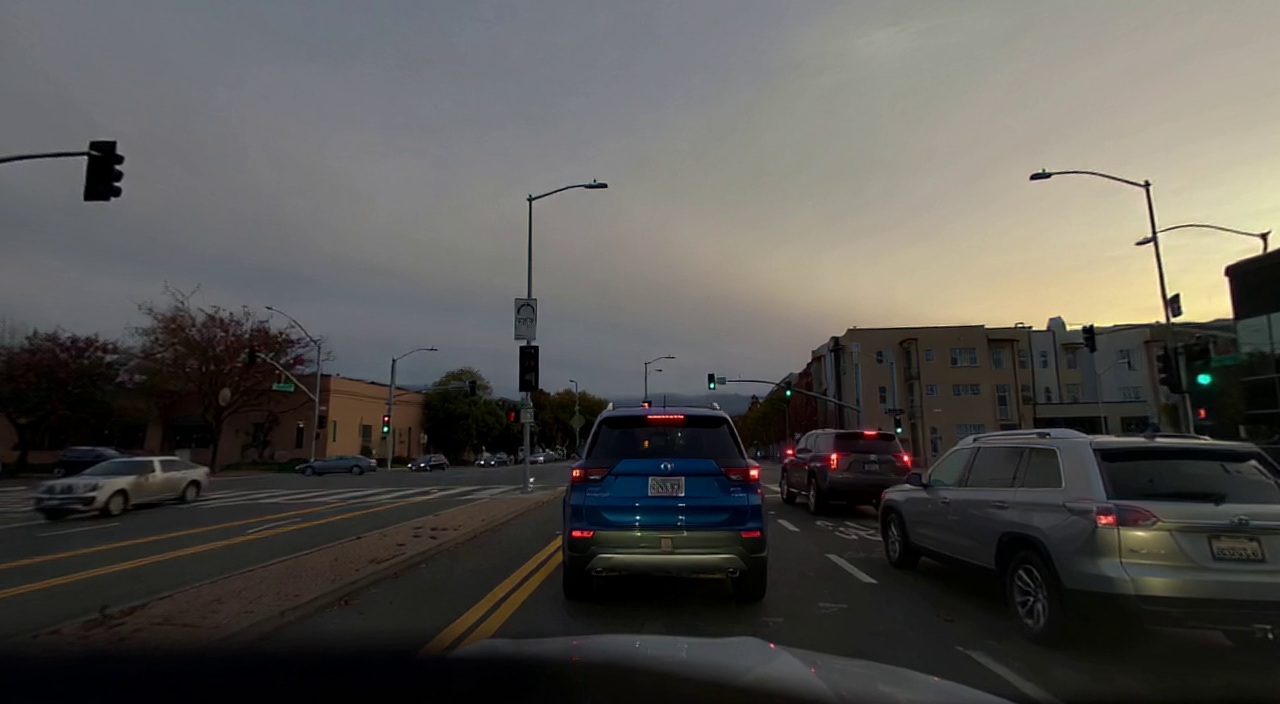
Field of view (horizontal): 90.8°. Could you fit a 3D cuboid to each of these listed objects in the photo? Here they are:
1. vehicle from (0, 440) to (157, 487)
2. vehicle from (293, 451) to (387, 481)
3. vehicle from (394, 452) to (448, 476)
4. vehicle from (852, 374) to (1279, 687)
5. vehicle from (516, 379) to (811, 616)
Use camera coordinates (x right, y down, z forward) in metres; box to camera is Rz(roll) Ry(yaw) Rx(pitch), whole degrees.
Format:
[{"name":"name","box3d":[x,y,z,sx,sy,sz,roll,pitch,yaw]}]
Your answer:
[{"name":"vehicle","box3d":[-24.585,4.835,27.552,5.062,1.946,2.243,0,-9,-1]},{"name":"vehicle","box3d":[-19.899,7.551,42.134,2.044,1.849,5.156,-8,-12,42]},{"name":"vehicle","box3d":[-16.843,8.597,48.810,2.089,1.739,4.744,-1,-9,6]},{"name":"vehicle","box3d":[3.592,1.290,5.661,2.018,1.701,4.288,0,-9,2]},{"name":"vehicle","box3d":[0.223,1.463,7.218,2.292,1.840,4.394,0,-9,1]}]
